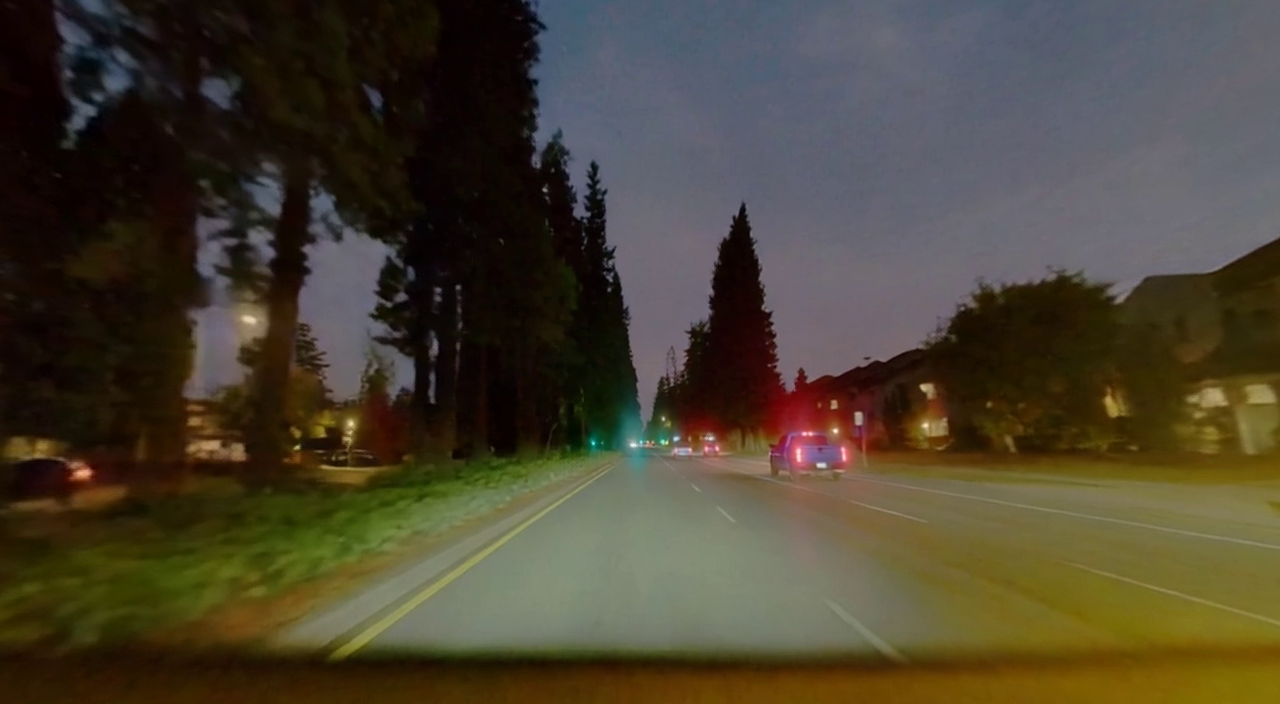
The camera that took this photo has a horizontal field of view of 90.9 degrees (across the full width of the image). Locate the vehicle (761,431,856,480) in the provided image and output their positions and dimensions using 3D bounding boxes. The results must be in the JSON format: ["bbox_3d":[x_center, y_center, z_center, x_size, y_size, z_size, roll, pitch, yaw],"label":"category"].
[{"bbox_3d":[6.636,4.152,25.655,2.262,1.769,5.666,0,-8,-1],"label":"vehicle"}]
